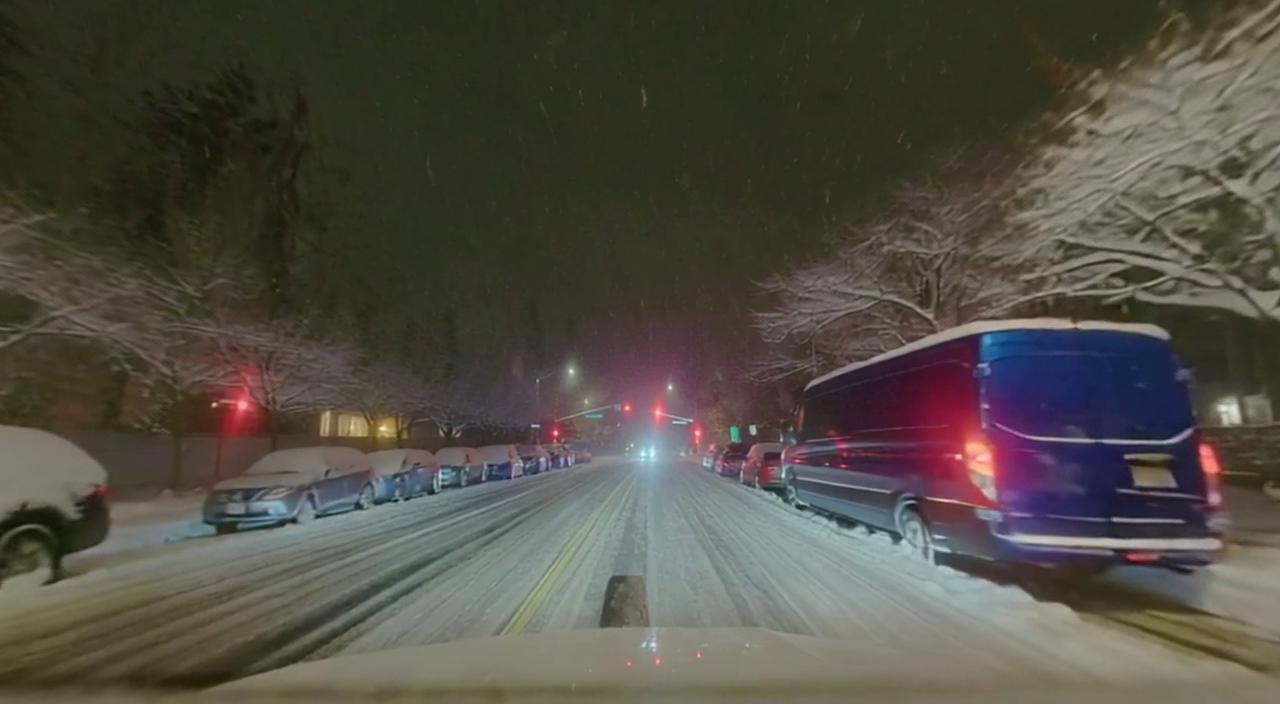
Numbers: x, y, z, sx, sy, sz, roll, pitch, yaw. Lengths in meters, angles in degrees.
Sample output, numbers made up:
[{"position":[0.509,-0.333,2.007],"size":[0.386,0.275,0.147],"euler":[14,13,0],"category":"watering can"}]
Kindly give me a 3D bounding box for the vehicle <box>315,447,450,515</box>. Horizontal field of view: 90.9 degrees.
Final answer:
[{"position":[-6.697,3.350,16.945],"size":[1.832,1.439,4.337],"euler":[-2,-8,0],"category":"vehicle"}]

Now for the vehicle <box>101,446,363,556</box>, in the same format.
[{"position":[-6.871,2.478,11.326],"size":[1.718,1.435,4.370],"euler":[-3,-8,2],"category":"vehicle"}]

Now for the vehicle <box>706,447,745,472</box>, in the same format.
[{"position":[5.188,6.585,38.791],"size":[1.849,1.415,4.181],"euler":[0,-8,1],"category":"vehicle"}]

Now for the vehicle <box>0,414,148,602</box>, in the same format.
[{"position":[-7.054,1.356,5.149],"size":[1.984,1.745,4.866],"euler":[-1,-8,2],"category":"vehicle"}]

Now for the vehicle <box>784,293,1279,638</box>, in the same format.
[{"position":[4.448,1.450,8.767],"size":[3.089,2.882,6.770],"euler":[-1,-9,-1],"category":"vehicle"}]

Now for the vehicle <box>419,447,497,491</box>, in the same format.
[{"position":[-6.692,4.318,23.582],"size":[1.738,1.470,3.648],"euler":[-1,-8,2],"category":"vehicle"}]
